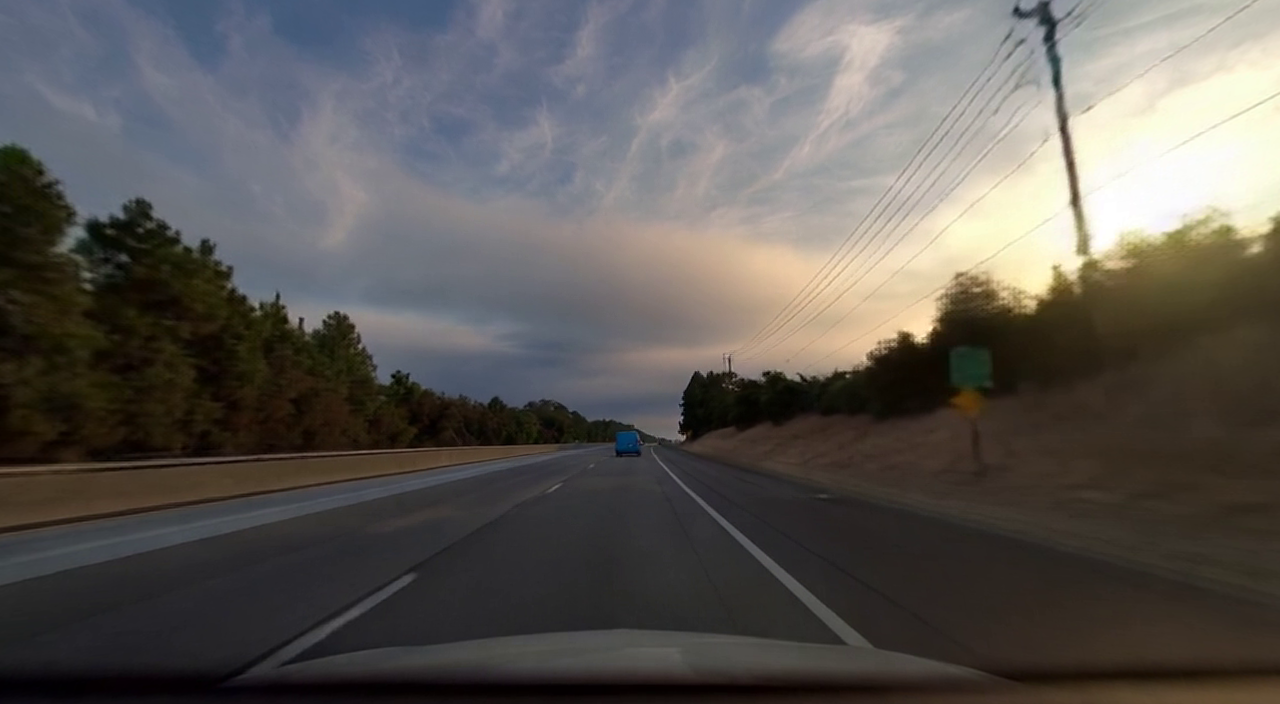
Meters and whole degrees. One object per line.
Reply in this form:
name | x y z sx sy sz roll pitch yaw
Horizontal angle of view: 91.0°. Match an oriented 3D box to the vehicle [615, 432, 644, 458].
vehicle | -0.747 6.951 47.277 2.041 1.856 4.353 0 -8 0
